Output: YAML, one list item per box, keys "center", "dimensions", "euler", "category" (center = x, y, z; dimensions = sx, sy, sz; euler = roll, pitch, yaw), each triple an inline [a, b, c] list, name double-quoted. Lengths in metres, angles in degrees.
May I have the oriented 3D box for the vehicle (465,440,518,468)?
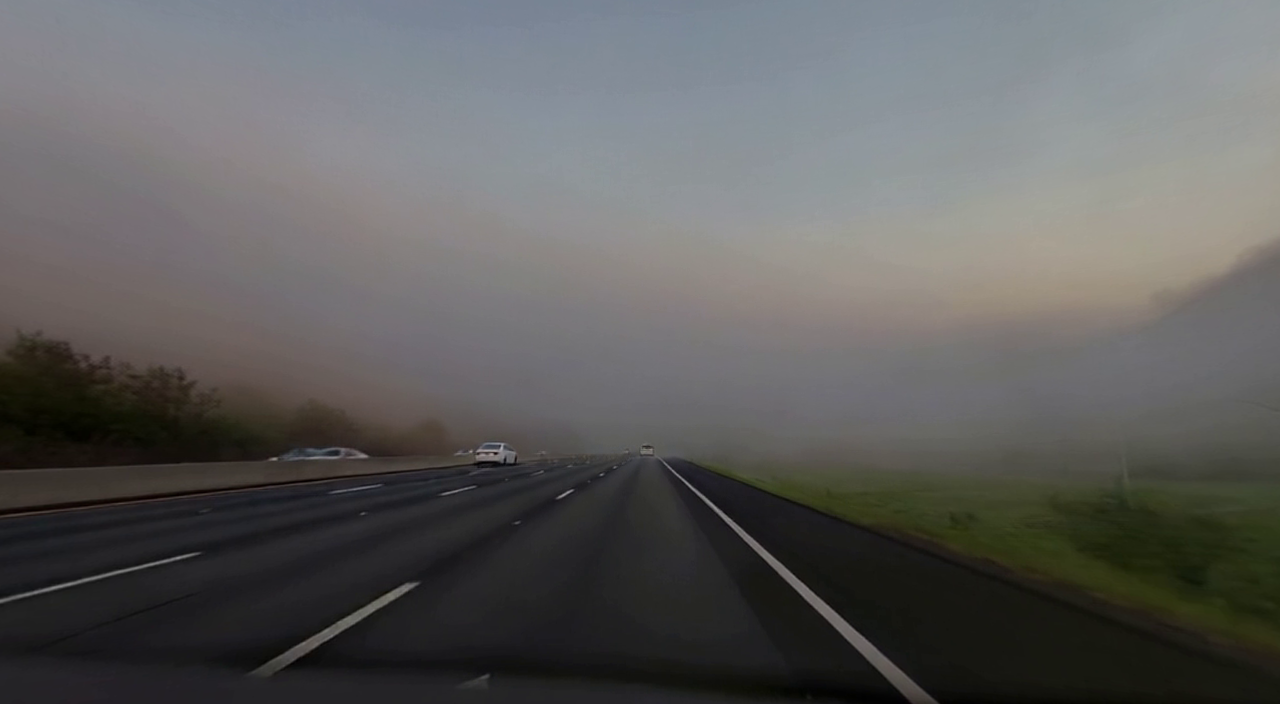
- center: [-9.861, 6.796, 42.242]
  dimensions: [2.152, 1.753, 4.972]
  euler: [0, -8, 2]
  category: "vehicle"
